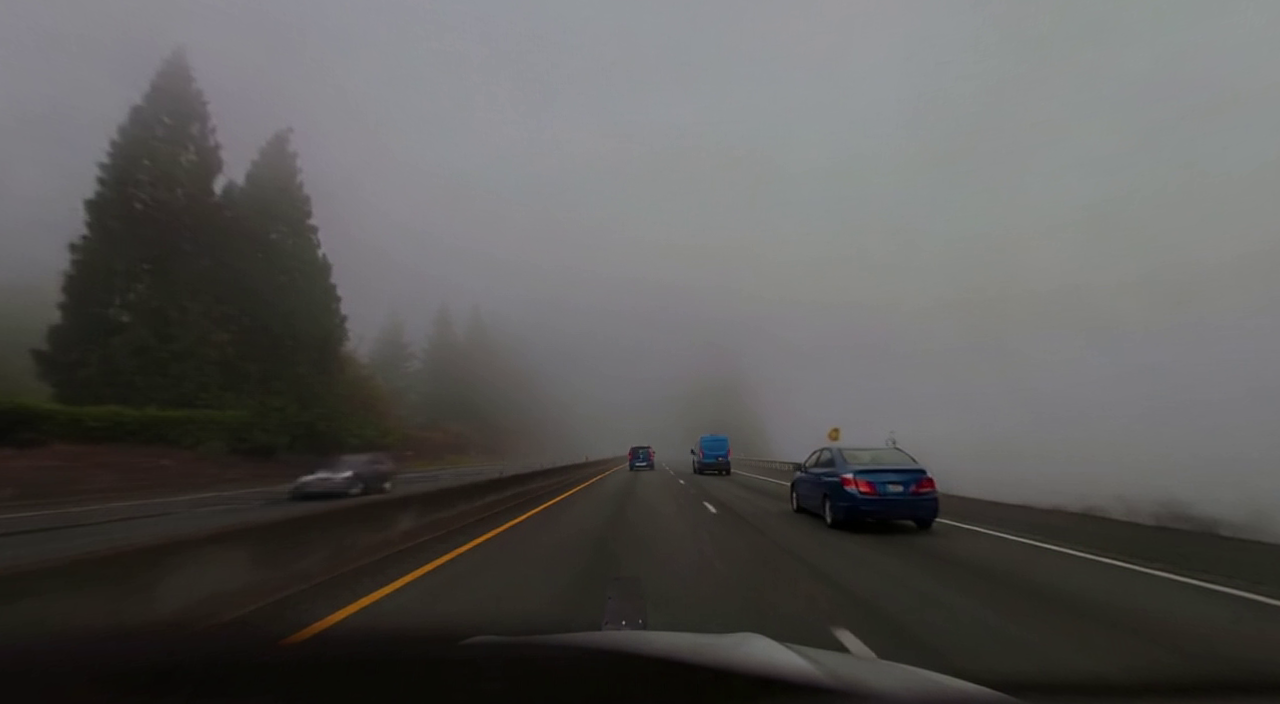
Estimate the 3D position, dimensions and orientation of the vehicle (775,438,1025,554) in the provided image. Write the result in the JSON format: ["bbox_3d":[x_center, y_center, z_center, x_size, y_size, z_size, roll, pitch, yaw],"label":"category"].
[{"bbox_3d":[3.793,2.193,10.404,2.043,1.431,4.922,0,-9,0],"label":"vehicle"}]

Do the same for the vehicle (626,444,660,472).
[{"bbox_3d":[0.210,6.893,41.102,2.087,1.707,4.316,-1,-9,1],"label":"vehicle"}]

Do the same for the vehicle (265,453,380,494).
[{"bbox_3d":[-12.425,4.755,25.069,2.071,1.427,4.697,-1,-9,1],"label":"vehicle"}]

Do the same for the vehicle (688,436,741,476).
[{"bbox_3d":[4.154,5.916,35.963,2.371,2.045,4.768,0,-9,0],"label":"vehicle"}]
